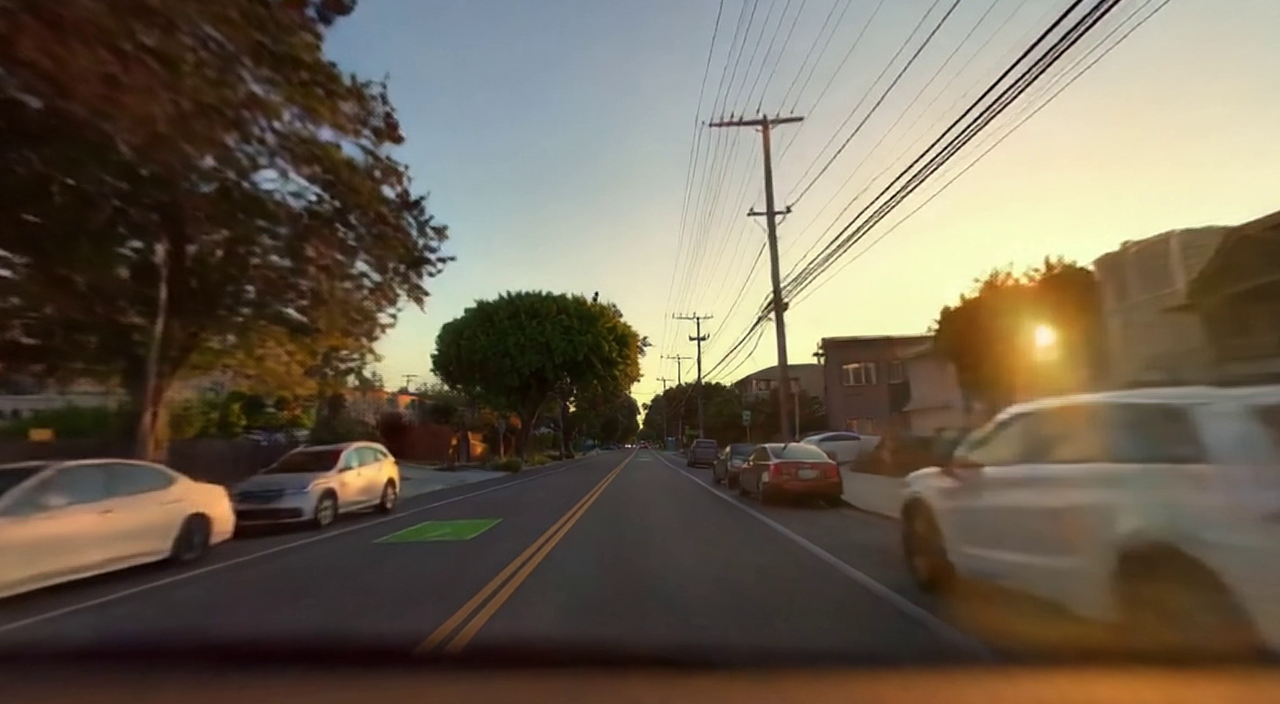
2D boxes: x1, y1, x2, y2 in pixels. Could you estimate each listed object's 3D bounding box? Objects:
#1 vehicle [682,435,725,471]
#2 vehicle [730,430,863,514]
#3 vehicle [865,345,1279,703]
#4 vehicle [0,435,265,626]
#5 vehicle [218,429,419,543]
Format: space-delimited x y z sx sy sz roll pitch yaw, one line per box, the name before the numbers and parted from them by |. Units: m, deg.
vehicle | 3.791 6.144 38.503 2.088 2.019 4.802 0 -8 -1
vehicle | 3.530 2.793 15.280 1.955 1.665 4.818 0 -8 0
vehicle | 3.670 1.146 4.426 2.171 1.796 5.291 0 -8 -1
vehicle | -6.394 1.699 6.592 2.084 1.573 4.599 -2 -7 1
vehicle | -6.398 2.609 13.285 1.947 1.930 4.306 -2 -7 0
